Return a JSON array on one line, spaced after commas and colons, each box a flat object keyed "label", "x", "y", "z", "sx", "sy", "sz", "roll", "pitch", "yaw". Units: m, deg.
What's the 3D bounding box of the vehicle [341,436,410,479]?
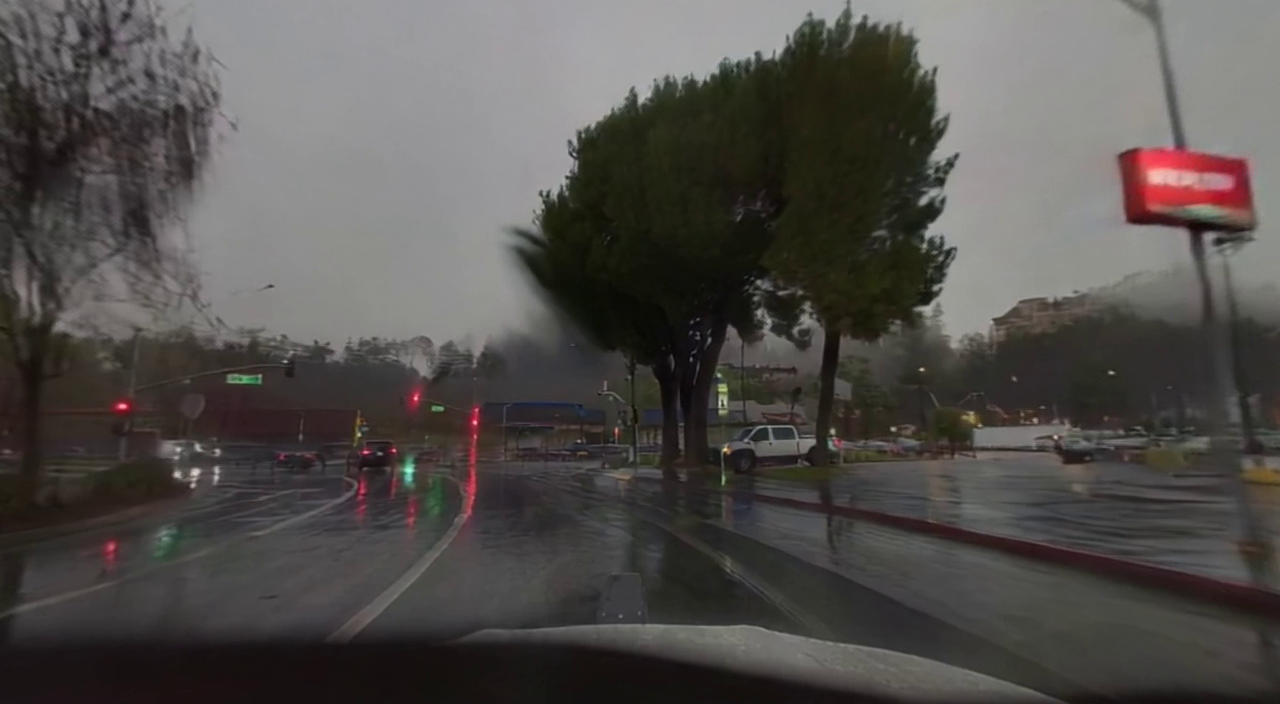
[{"label": "vehicle", "x": -13.831, "y": 5.433, "z": 32.731, "sx": 2.254, "sy": 2.006, "sz": 4.766, "roll": 6, "pitch": -10, "yaw": -34}]

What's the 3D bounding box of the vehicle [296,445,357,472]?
[{"label": "vehicle", "x": -20.392, "y": 6.900, "z": 40.917, "sx": 4.546, "sy": 1.650, "sz": 1.940, "roll": -8, "pitch": -12, "yaw": 42}]

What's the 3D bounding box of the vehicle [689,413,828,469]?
[{"label": "vehicle", "x": 7.095, "y": 5.457, "z": 38.423, "sx": 7.741, "sy": 3.106, "sz": 2.906, "roll": -6, "pitch": -10, "yaw": 34}]

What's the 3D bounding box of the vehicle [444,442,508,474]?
[{"label": "vehicle", "x": -10.400, "y": 6.627, "z": 39.623, "sx": 2.202, "sy": 1.822, "sz": 4.826, "roll": 7, "pitch": -11, "yaw": -36}]
